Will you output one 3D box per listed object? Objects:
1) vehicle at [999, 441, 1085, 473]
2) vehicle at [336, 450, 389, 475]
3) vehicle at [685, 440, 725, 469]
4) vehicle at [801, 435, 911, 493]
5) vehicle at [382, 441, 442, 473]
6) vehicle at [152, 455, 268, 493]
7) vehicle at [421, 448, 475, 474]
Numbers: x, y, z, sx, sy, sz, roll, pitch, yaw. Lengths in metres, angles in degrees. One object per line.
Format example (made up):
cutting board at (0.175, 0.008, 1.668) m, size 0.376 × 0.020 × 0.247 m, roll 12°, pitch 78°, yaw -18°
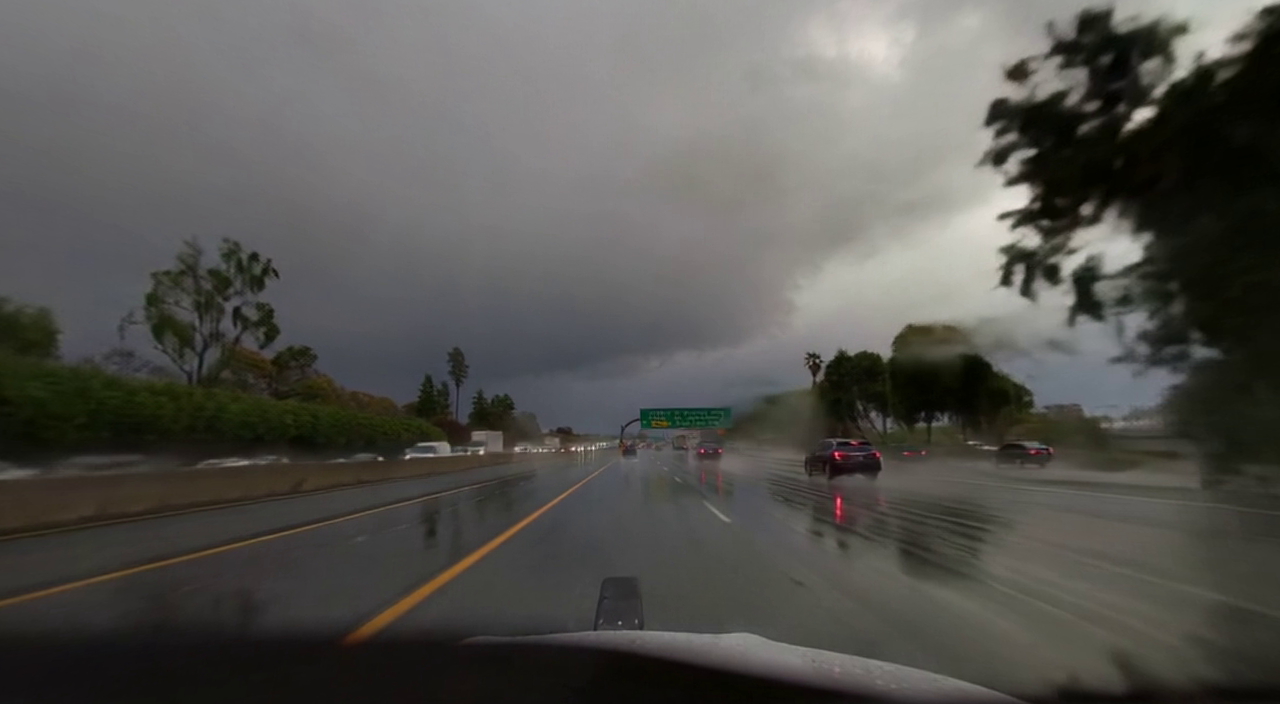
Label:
vehicle at (22.128, 5.748, 34.856) m, size 1.887 × 1.642 × 4.592 m, roll 0°, pitch -8°, yaw 3°
vehicle at (-20.197, 8.008, 45.993) m, size 1.861 × 1.676 × 4.317 m, roll 0°, pitch -8°, yaw 0°
vehicle at (4.077, 6.489, 40.058) m, size 2.035 × 1.704 × 3.867 m, roll 0°, pitch -8°, yaw -1°
vehicle at (6.729, 3.527, 20.204) m, size 1.902 × 1.623 × 4.360 m, roll 0°, pitch -8°, yaw -1°
vehicle at (-16.528, 7.641, 46.053) m, size 2.248 × 2.130 × 5.801 m, roll 0°, pitch -8°, yaw 0°
vehicle at (-19.433, 5.514, 28.790) m, size 1.938 × 1.457 × 4.816 m, roll 0°, pitch -8°, yaw 0°
vehicle at (-12.603, 7.173, 41.698) m, size 1.999 × 1.536 × 4.987 m, roll 0°, pitch -8°, yaw 0°
